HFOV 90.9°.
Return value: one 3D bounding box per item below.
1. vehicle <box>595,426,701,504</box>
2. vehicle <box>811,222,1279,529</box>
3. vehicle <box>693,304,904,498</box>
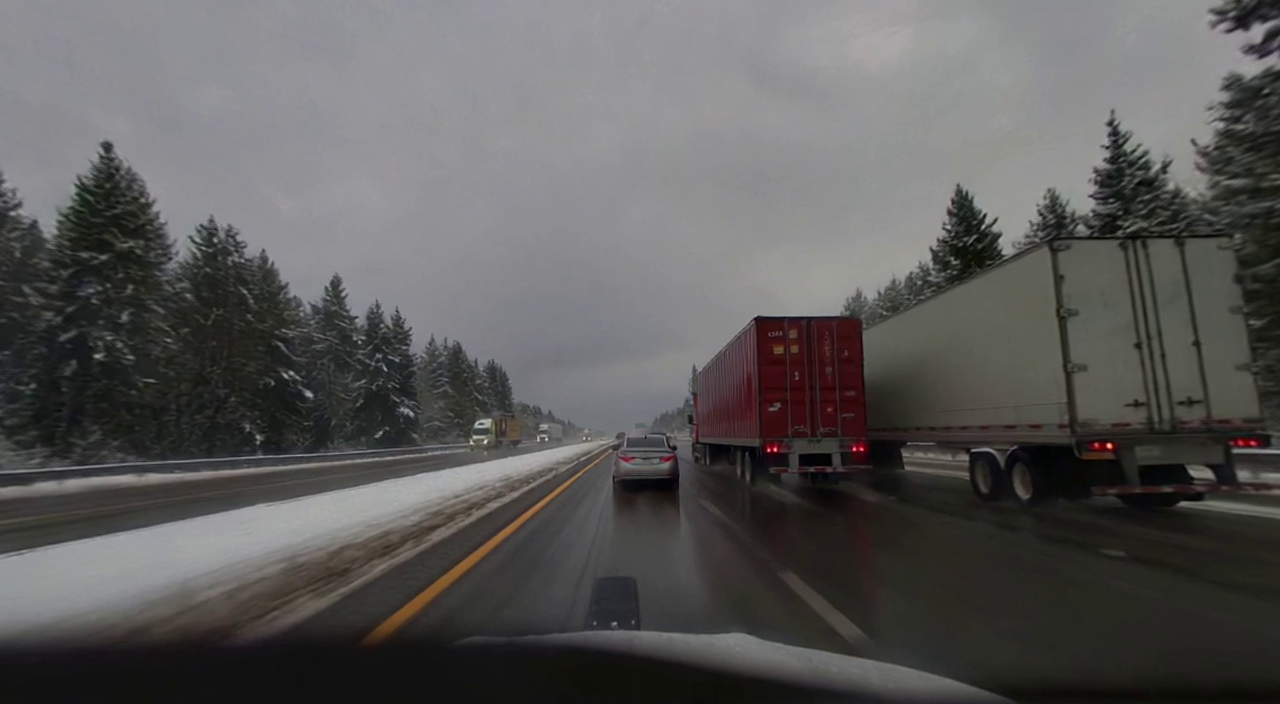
[{"bbox_3d":[0.112,2.444,14.120,2.038,1.477,3.773,0,-8,-1],"label":"vehicle"},{"bbox_3d":[8.040,1.192,15.918,3.110,4.308,14.260,0,-8,-1],"label":"vehicle"},{"bbox_3d":[3.910,1.926,20.338,2.888,4.099,14.183,0,-8,-1],"label":"vehicle"}]
